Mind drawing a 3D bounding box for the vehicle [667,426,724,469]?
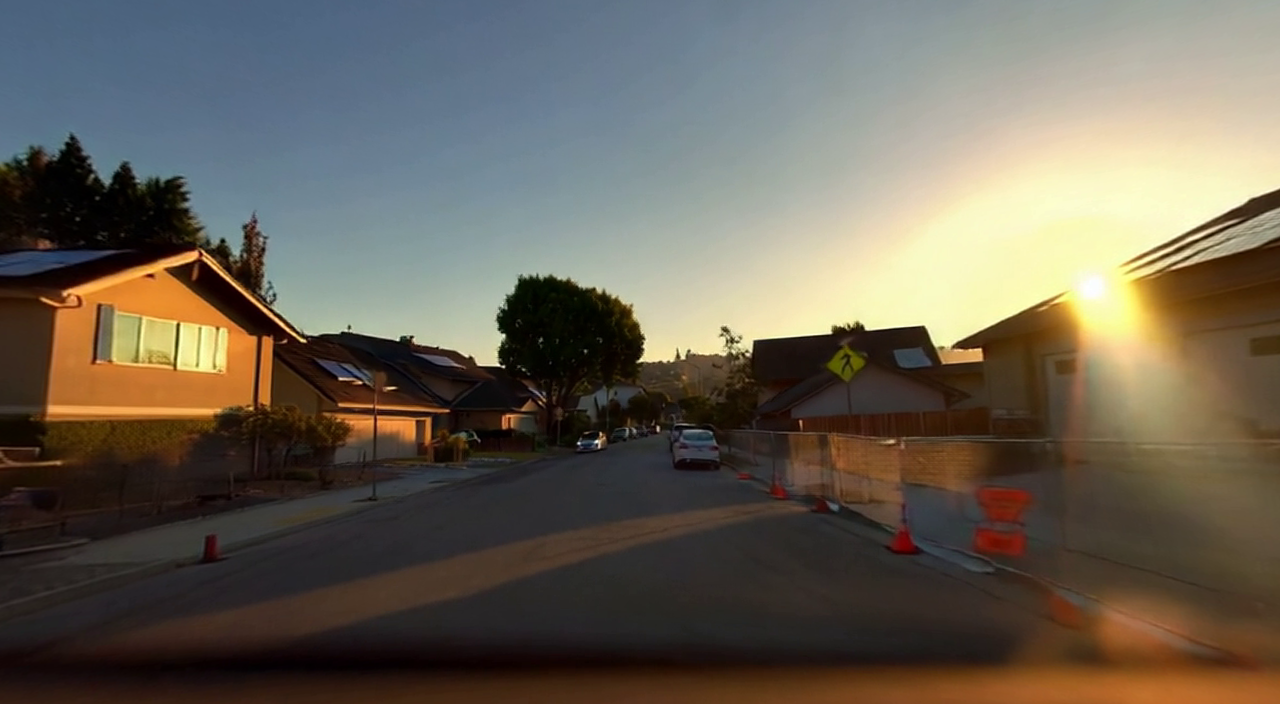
[{"bbox_3d":[2.058,3.638,24.203,1.998,1.494,3.927,0,-8,3],"label":"vehicle"}]

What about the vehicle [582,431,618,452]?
[{"bbox_3d":[-2.853,6.553,46.293,1.972,1.499,4.191,-1,-8,6],"label":"vehicle"}]

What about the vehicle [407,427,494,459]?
[{"bbox_3d":[-10.763,5.191,35.909,4.205,1.745,2.121,-1,-8,4],"label":"vehicle"}]
